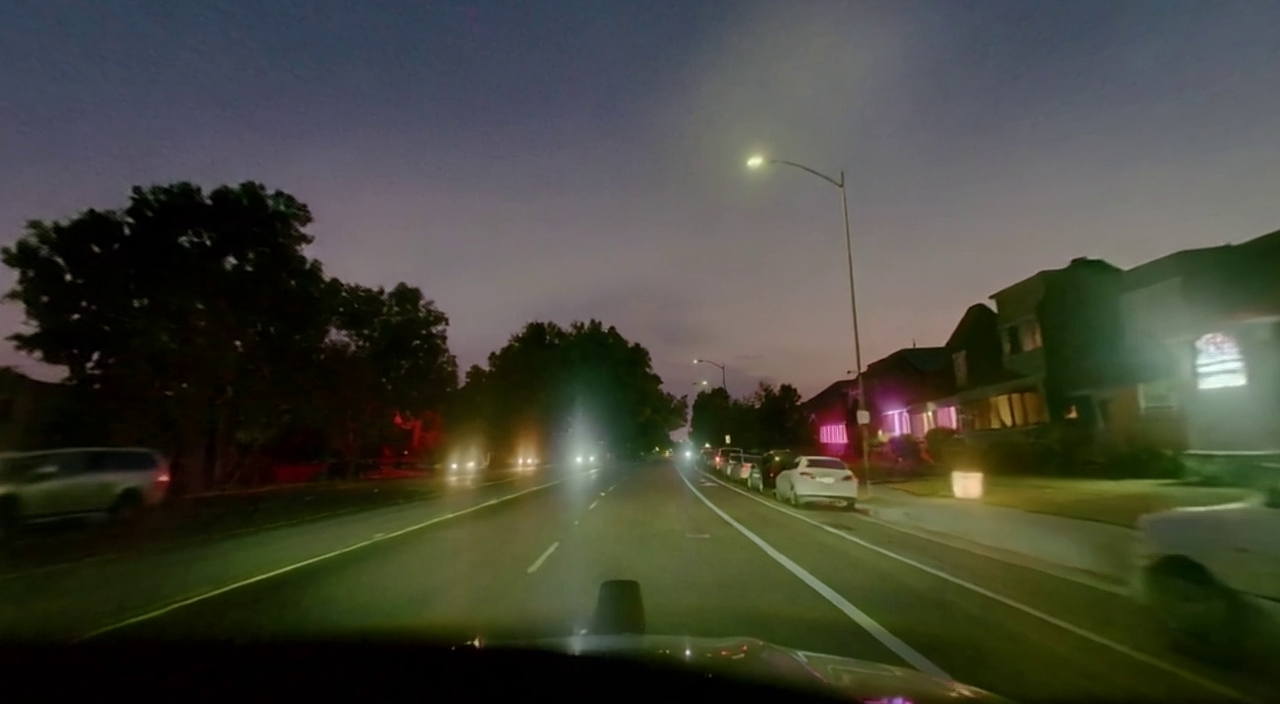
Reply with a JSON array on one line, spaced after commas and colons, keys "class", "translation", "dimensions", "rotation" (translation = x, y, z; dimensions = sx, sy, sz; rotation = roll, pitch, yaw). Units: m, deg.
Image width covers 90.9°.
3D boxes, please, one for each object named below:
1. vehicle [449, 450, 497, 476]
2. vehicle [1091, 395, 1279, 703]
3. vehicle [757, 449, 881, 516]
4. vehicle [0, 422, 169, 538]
[{"class": "vehicle", "translation": [-12.250, 8.144, 46.567], "dimensions": [2.045, 1.712, 4.511], "rotation": [-1, -8, 3]}, {"class": "vehicle", "translation": [4.525, 0.903, 2.374], "dimensions": [2.128, 1.635, 4.602], "rotation": [0, -8, -2]}, {"class": "vehicle", "translation": [4.352, 3.218, 16.169], "dimensions": [1.833, 1.399, 4.727], "rotation": [-1, -8, 1]}, {"class": "vehicle", "translation": [-13.297, 2.636, 13.313], "dimensions": [2.469, 2.157, 5.373], "rotation": [-1, -8, 1]}]
